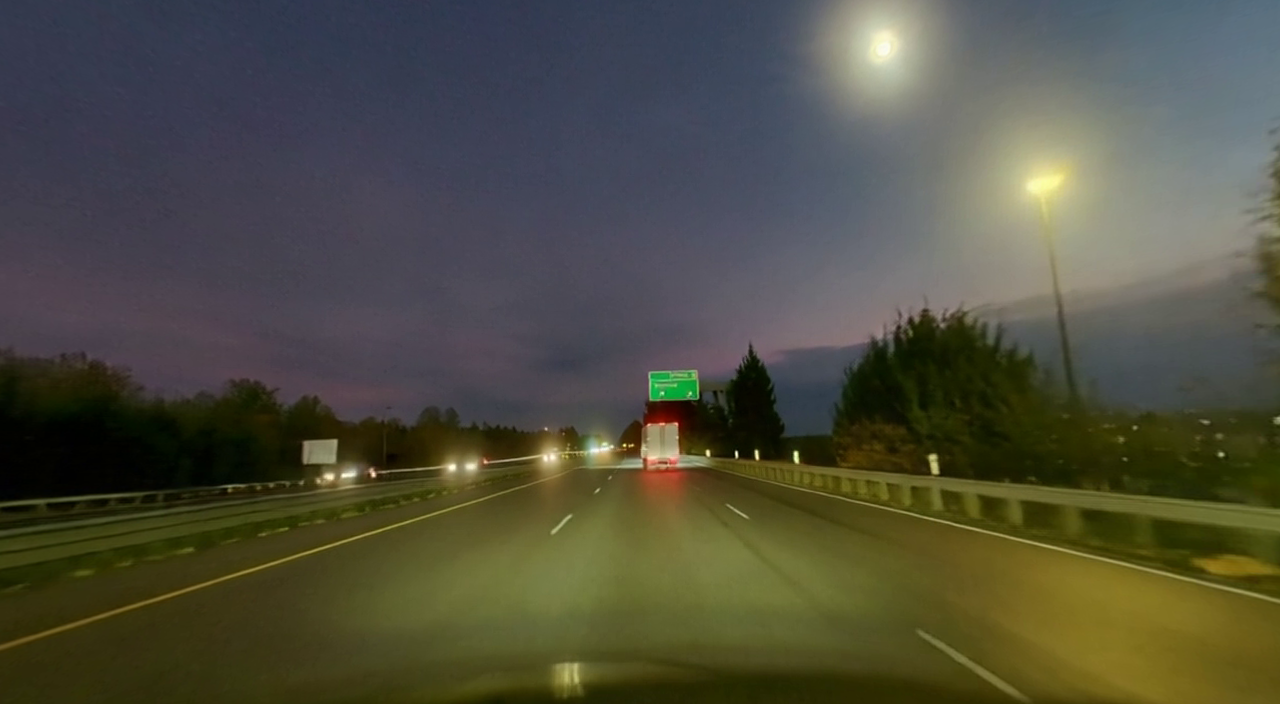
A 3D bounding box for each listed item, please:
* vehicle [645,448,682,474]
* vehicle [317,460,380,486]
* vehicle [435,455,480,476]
[{"bbox_3d":[1.333,6.401,37.087,2.036,1.457,3.471,0,-9,-1],"label":"vehicle"},{"bbox_3d":[-18.519,7.672,40.309,1.965,1.483,4.594,0,-9,-2],"label":"vehicle"},{"bbox_3d":[-13.625,8.494,47.285,2.100,1.447,4.656,0,-9,-2],"label":"vehicle"}]
